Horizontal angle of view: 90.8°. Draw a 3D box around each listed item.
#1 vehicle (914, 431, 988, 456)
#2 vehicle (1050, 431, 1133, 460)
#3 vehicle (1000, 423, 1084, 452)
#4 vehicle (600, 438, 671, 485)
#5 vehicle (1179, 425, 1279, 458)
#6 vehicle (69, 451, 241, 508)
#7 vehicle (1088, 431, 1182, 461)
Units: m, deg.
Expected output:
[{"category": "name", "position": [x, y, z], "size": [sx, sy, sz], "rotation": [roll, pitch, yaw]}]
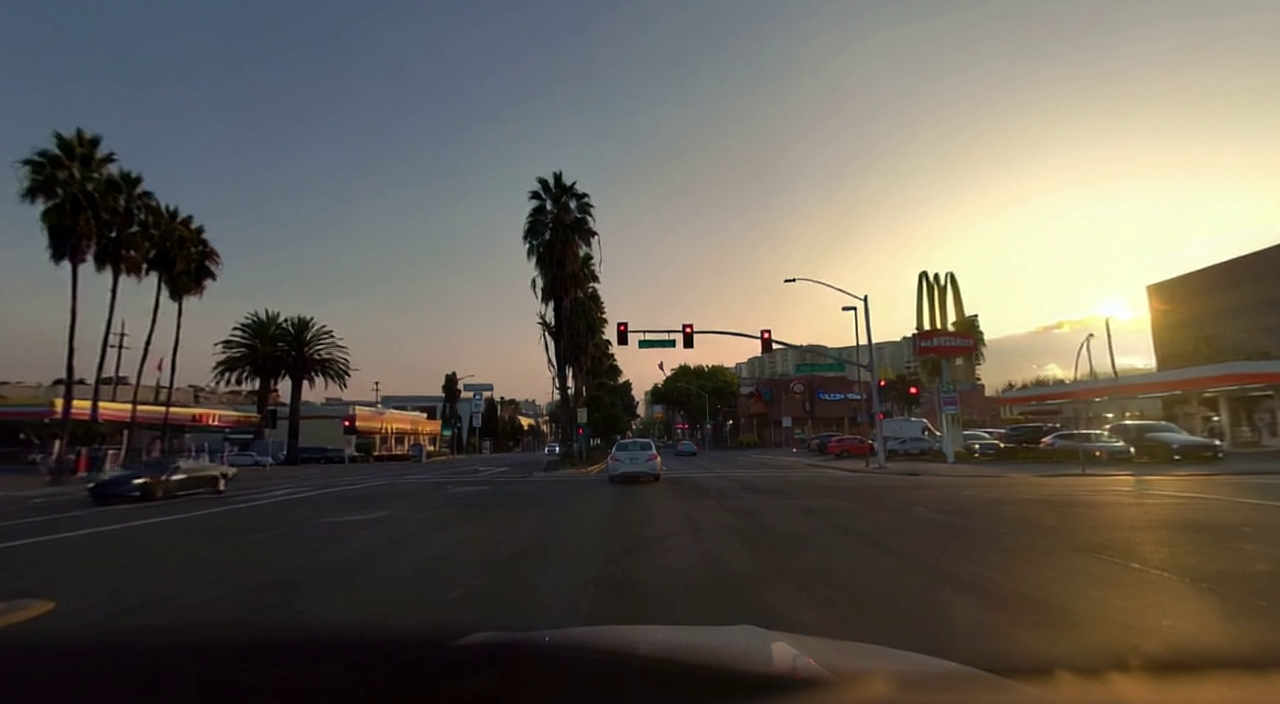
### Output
[{"category": "vehicle", "position": [19.464, 5.747, 39.701], "size": [3.833, 1.495, 1.892], "rotation": [-3, -9, 17]}, {"category": "vehicle", "position": [24.159, 5.008, 33.968], "size": [1.738, 1.462, 3.609], "rotation": [0, -8, 0]}, {"category": "vehicle", "position": [24.452, 5.227, 38.556], "size": [3.783, 1.560, 1.853], "rotation": [-4, -9, 10]}, {"category": "vehicle", "position": [-0.179, 3.862, 22.666], "size": [2.270, 1.475, 4.571], "rotation": [0, -8, -1]}, {"category": "vehicle", "position": [31.767, 4.785, 33.808], "size": [1.903, 1.630, 4.320], "rotation": [0, -8, -2]}, {"category": "vehicle", "position": [-15.282, 3.997, 20.318], "size": [1.896, 1.508, 4.659], "rotation": [0, -8, -1]}, {"category": "vehicle", "position": [26.248, 4.989, 33.664], "size": [1.923, 1.501, 3.849], "rotation": [0, -8, 2]}]
